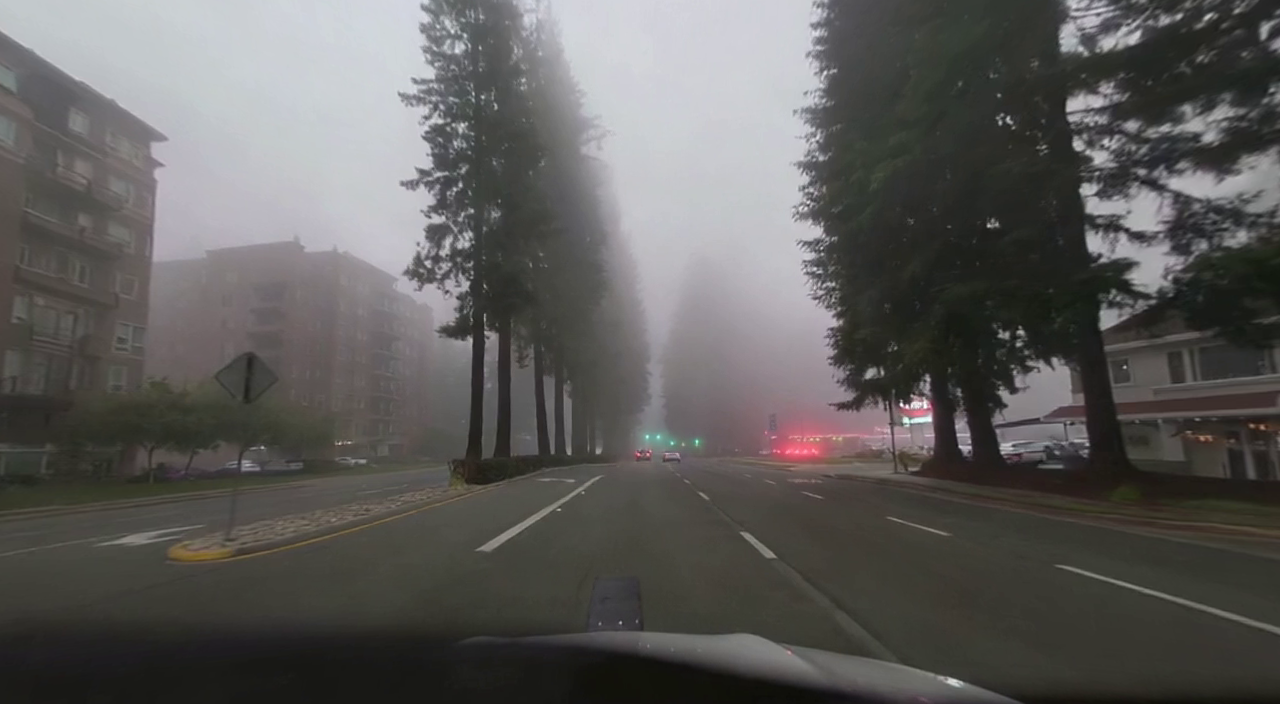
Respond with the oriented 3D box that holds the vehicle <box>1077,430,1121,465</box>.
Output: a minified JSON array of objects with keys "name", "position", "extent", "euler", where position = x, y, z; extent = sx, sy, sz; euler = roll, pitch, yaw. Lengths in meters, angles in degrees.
[{"name":"vehicle","position":[32.077,6.668,44.168],"extent":[2.229,2.281,5.488],"euler":[-5,-10,35]}]

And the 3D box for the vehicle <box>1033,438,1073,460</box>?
[{"name":"vehicle","position":[32.160,7.541,49.316],"extent":[2.133,1.584,4.842],"euler":[-4,-9,28]}]

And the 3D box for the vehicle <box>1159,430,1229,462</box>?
[{"name":"vehicle","position":[38.040,6.464,43.548],"extent":[2.049,2.036,5.107],"euler":[-3,-9,23]}]
